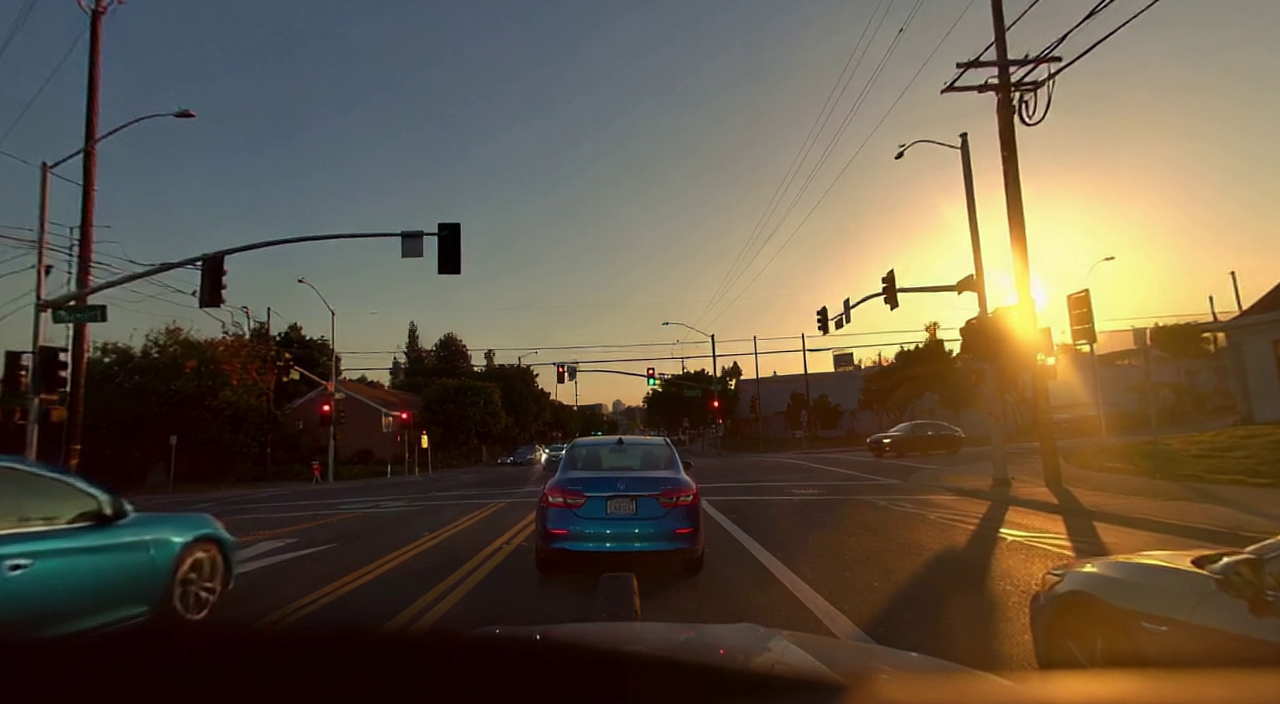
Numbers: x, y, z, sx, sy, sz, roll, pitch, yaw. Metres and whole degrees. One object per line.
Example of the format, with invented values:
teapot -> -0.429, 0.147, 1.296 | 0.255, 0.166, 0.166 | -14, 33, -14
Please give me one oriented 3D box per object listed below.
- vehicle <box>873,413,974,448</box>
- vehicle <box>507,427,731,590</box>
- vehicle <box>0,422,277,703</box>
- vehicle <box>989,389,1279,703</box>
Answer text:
vehicle -> 15.178, 4.239, 33.996 | 4.431, 1.555, 1.886 | -4, -9, 2
vehicle -> -0.224, 1.758, 8.000 | 2.061, 1.485, 4.196 | 0, -8, -1
vehicle -> -4.380, 1.149, 3.502 | 2.106, 1.492, 4.312 | 0, -8, 1
vehicle -> 2.929, 0.833, 1.710 | 1.860, 1.494, 3.707 | 0, -8, 1
